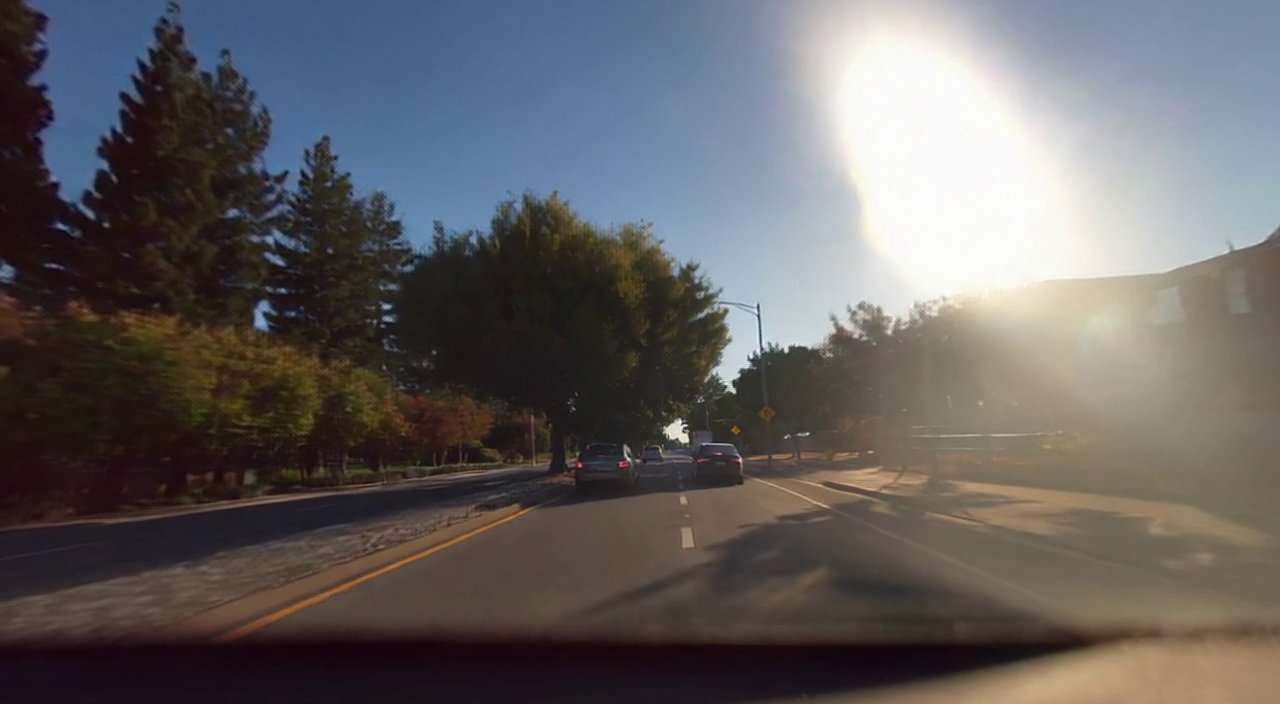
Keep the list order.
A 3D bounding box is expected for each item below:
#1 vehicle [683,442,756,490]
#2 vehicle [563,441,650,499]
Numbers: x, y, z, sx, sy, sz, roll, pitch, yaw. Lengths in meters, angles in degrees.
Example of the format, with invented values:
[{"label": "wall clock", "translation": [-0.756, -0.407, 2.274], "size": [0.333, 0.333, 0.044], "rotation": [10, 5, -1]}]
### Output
[{"label": "vehicle", "translation": [2.568, 3.796, 21.324], "size": [2.065, 1.456, 4.099], "rotation": [-1, -9, 2]}, {"label": "vehicle", "translation": [-0.816, 3.342, 18.235], "size": [2.030, 1.467, 4.403], "rotation": [-1, -9, 3]}]
